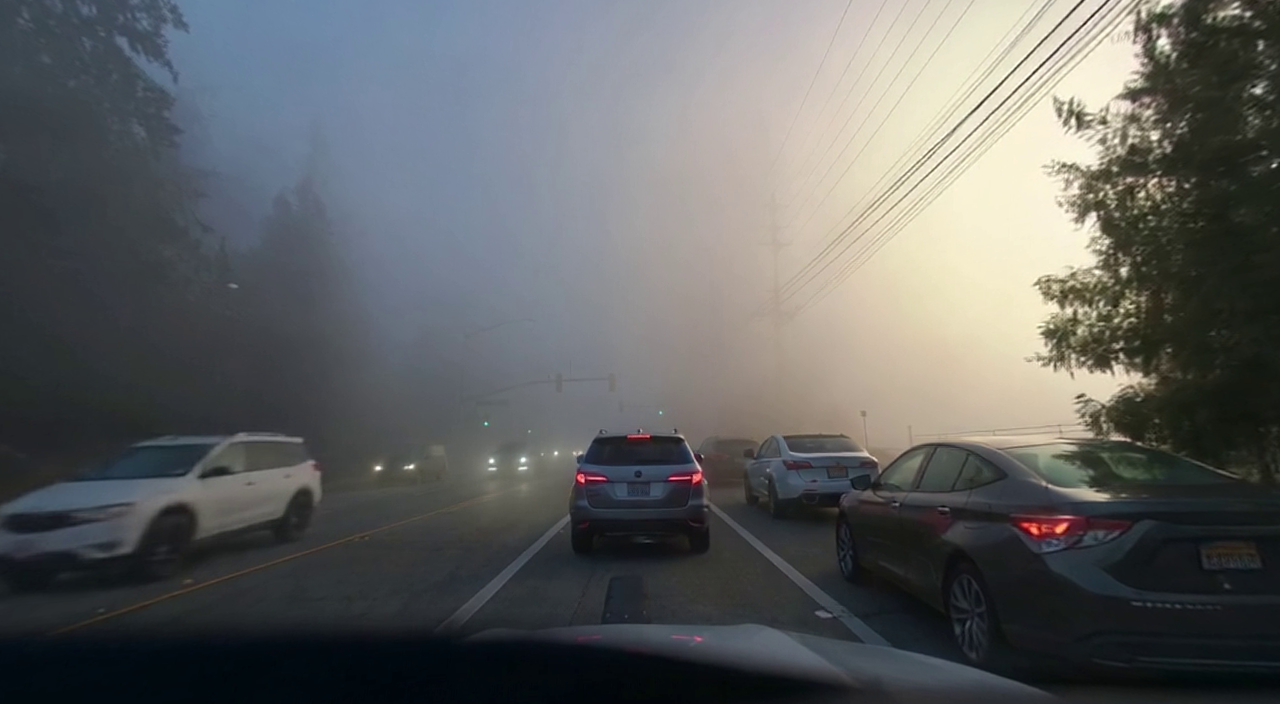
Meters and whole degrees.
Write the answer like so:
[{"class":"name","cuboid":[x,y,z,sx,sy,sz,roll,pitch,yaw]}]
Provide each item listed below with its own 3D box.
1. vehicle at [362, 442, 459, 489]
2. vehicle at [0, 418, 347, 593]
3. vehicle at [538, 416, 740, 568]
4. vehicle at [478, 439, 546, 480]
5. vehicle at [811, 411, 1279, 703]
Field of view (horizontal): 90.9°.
[{"class":"vehicle","cuboid":[-9.763,4.846,27.366,2.230,1.831,4.941,0,-8,2]},{"class":"vehicle","cuboid":[-6.185,1.882,8.675,2.068,1.739,4.572,0,-8,0]},{"class":"vehicle","cuboid":[0.002,1.845,9.042,2.200,1.653,4.127,0,-8,0]},{"class":"vehicle","cuboid":[-6.251,5.319,31.485,2.328,1.861,4.891,0,-8,1]},{"class":"vehicle","cuboid":[2.881,1.313,4.832,1.950,1.487,4.275,0,-8,0]}]
